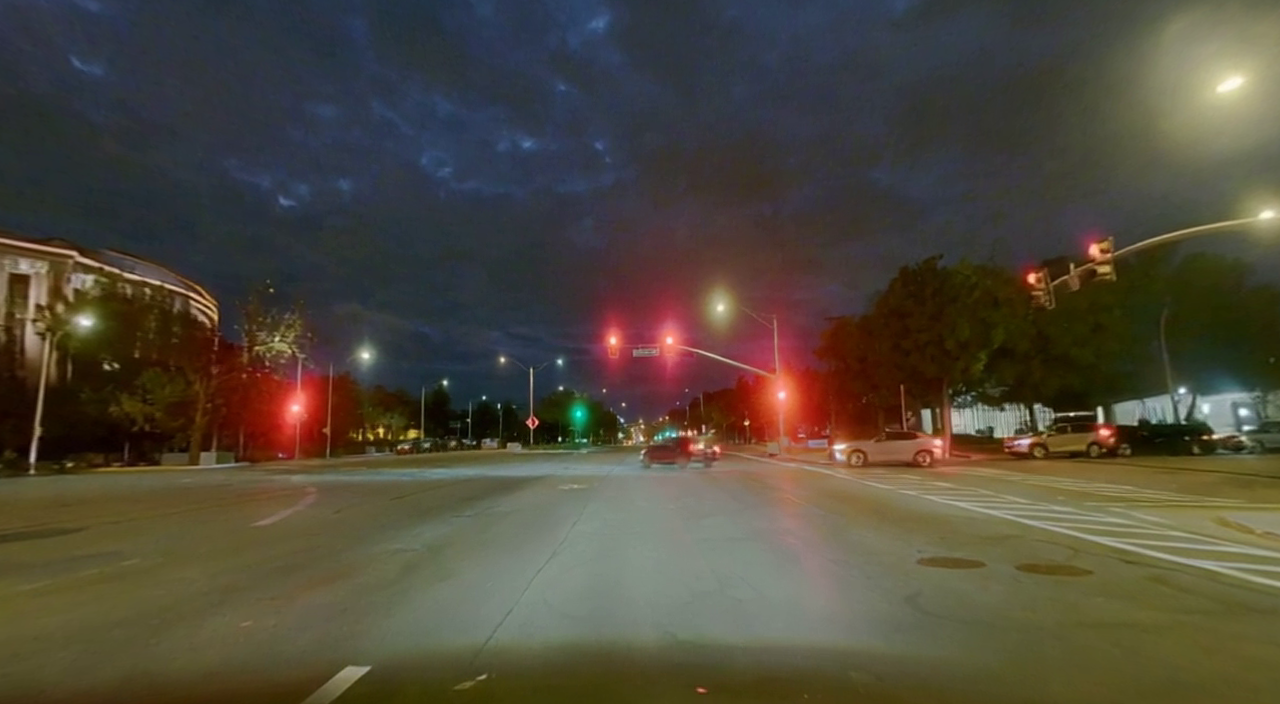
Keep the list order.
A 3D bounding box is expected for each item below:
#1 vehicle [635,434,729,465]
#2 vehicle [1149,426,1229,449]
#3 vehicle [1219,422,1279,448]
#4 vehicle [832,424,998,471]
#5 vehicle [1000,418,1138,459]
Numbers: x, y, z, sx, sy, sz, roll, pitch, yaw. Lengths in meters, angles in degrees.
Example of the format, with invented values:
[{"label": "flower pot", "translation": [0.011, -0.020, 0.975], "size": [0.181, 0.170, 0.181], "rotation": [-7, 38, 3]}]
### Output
[{"label": "vehicle", "translation": [1.870, 4.365, 28.332], "size": [4.046, 1.306, 1.719], "rotation": [-1, -8, 5]}, {"label": "vehicle", "translation": [36.570, 5.765, 42.222], "size": [1.726, 1.429, 4.163], "rotation": [-1, -8, 2]}, {"label": "vehicle", "translation": [42.261, 5.583, 42.326], "size": [2.037, 1.614, 5.175], "rotation": [0, -8, 0]}, {"label": "vehicle", "translation": [9.514, 3.326, 22.097], "size": [4.916, 1.504, 1.846], "rotation": [0, -8, -2]}, {"label": "vehicle", "translation": [18.935, 3.864, 28.070], "size": [4.571, 1.698, 1.977], "rotation": [-1, -8, 4]}]
